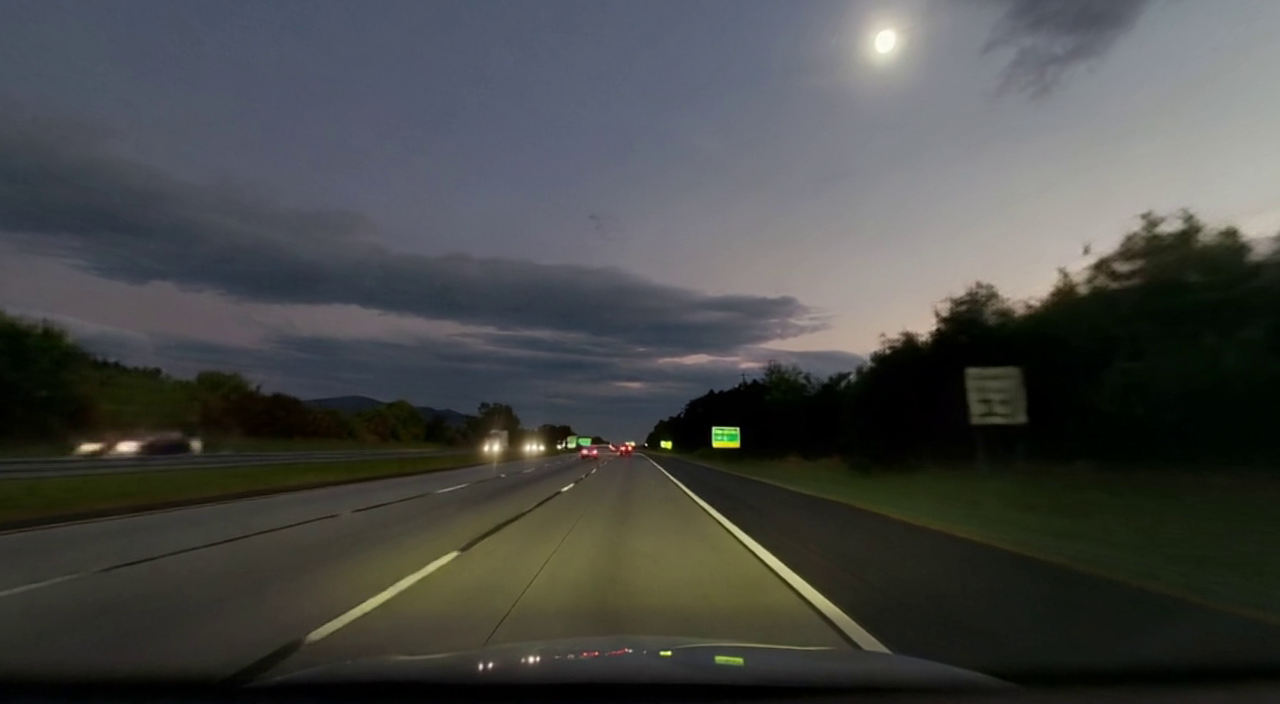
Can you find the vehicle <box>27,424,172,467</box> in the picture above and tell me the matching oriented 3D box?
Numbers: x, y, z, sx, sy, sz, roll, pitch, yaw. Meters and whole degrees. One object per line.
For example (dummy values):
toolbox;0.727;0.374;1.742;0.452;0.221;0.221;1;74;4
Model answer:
vehicle;-20.055;3.519;23.691;1.817;1.464;4.143;0;-9;-1
